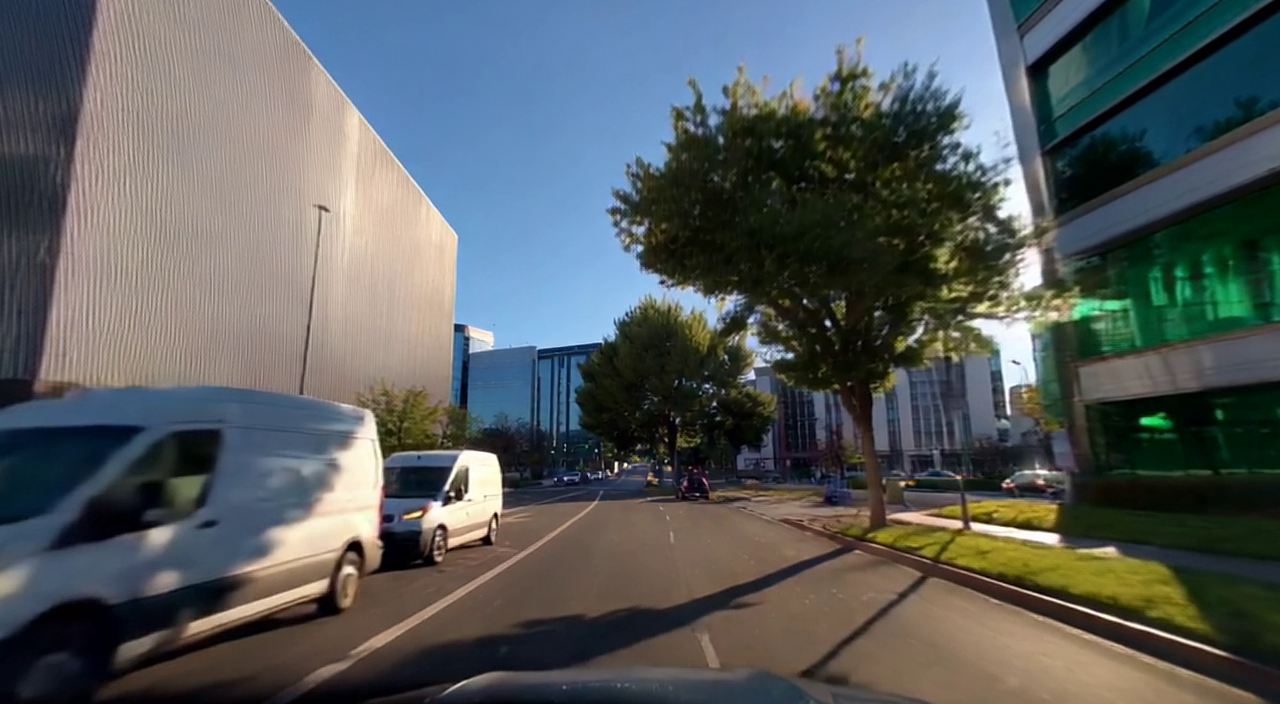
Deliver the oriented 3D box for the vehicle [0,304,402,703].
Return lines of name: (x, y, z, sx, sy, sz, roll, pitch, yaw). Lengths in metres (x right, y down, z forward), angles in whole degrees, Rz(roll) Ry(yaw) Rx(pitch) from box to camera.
vehicle: (-3.771, 1.162, 4.482, 2.148, 2.024, 4.884, 0, -11, 1)

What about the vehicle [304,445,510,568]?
vehicle: (-3.706, 2.562, 10.981, 1.956, 1.680, 4.126, 0, -11, 0)

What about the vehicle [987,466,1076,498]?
vehicle: (17.332, 5.752, 28.002, 2.767, 1.307, 1.673, -1, -10, 1)

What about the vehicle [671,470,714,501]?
vehicle: (2.682, 6.961, 33.087, 1.899, 1.470, 3.666, 1, -11, 0)
